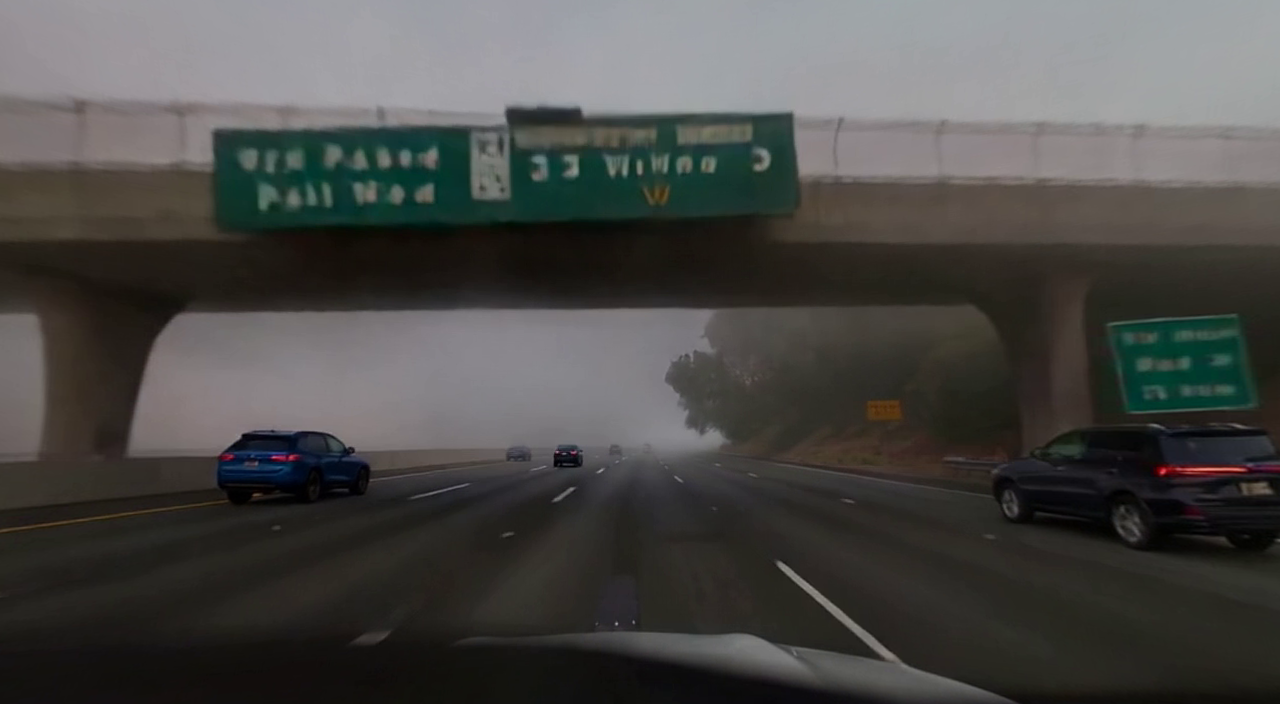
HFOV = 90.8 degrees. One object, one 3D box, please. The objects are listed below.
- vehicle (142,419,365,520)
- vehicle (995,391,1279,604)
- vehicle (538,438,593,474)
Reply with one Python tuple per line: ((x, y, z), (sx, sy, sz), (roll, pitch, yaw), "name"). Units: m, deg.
((-7.468, 2.297, 12.838), (1.860, 1.694, 4.173), (0, -9, 0), "vehicle")
((6.204, 1.457, 6.938), (1.950, 1.719, 4.545), (0, -9, 0), "vehicle")
((-3.354, 4.750, 29.133), (1.925, 1.509, 4.363), (0, -9, 1), "vehicle")
